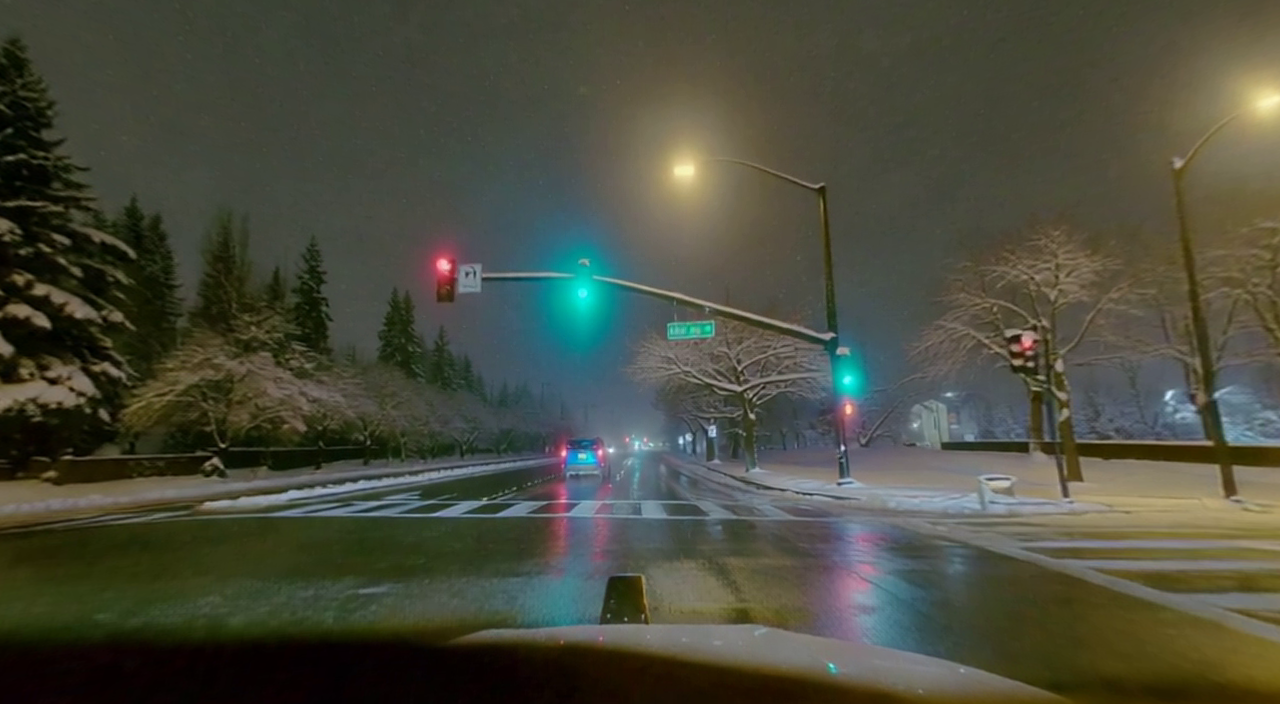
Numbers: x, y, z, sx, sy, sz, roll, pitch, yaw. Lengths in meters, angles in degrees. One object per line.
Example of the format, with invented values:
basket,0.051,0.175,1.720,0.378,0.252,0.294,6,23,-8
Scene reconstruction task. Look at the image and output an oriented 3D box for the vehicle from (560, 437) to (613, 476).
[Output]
vehicle,-2.557,5.122,31.242,2.123,1.799,4.425,-1,-8,1
